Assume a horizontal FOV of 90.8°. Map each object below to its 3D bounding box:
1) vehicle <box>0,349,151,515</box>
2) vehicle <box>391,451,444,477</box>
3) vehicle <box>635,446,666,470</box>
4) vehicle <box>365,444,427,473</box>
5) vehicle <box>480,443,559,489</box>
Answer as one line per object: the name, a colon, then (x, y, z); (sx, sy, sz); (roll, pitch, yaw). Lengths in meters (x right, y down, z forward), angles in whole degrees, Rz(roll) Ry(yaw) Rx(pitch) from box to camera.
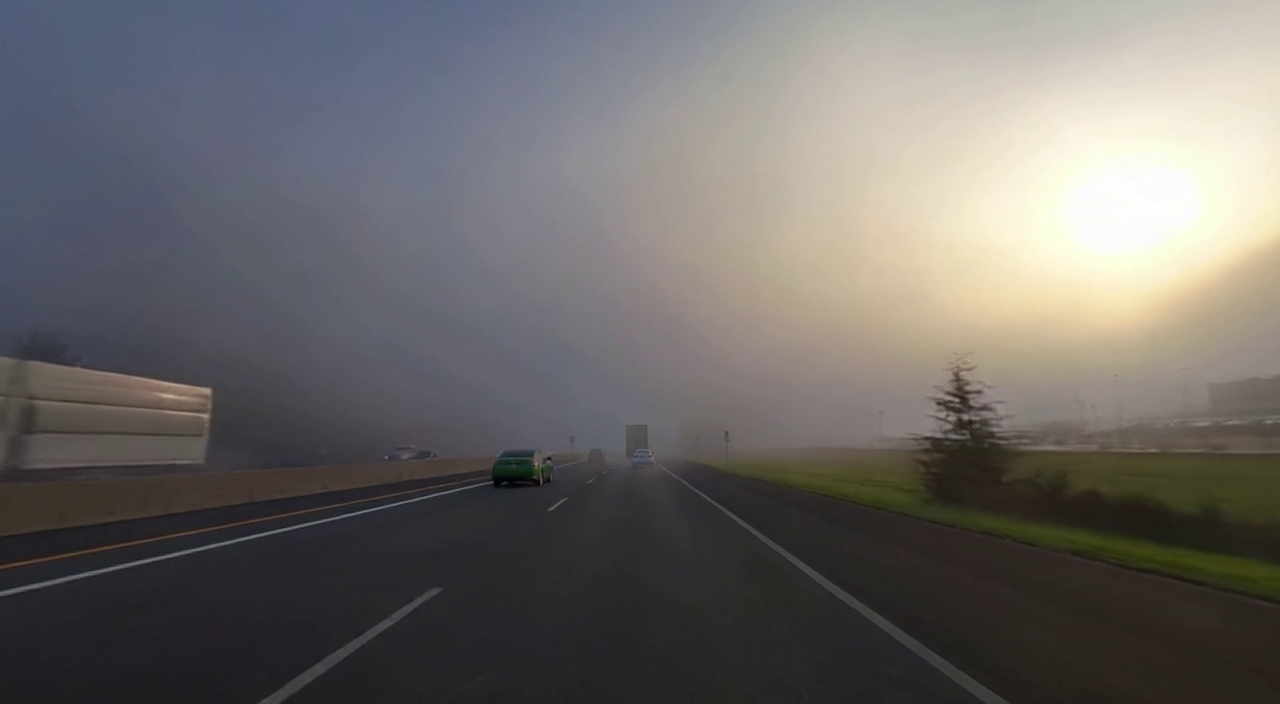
vehicle: (-17.120, 1.581, 13.024); (2.889, 4.027, 13.945); (0, -9, 0)
vehicle: (-12.561, 6.329, 35.843); (1.718, 1.426, 3.578); (0, -9, 0)
vehicle: (0.673, 7.380, 44.089); (1.992, 1.593, 3.937); (0, -9, -1)
vehicle: (-17.102, 7.486, 44.498); (2.376, 1.864, 4.898); (0, -9, 0)
vehicle: (-4.337, 4.186, 23.437); (2.172, 1.548, 3.953); (0, -9, -1)
